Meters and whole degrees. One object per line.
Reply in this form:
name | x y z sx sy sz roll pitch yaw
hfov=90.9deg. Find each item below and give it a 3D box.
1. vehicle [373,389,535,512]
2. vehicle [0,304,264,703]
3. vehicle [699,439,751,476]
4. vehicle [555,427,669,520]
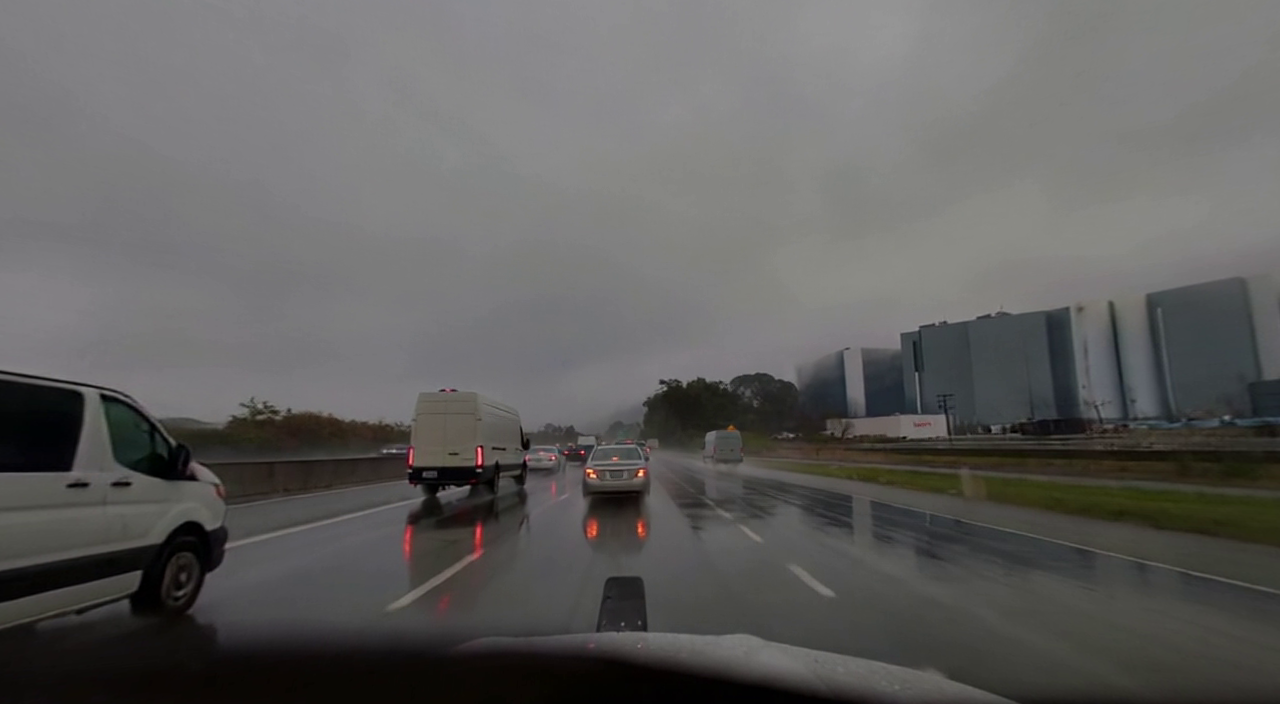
vehicle | -4.567 2.630 16.996 2.248 2.626 6.837 0 -9 0
vehicle | -4.001 0.661 2.281 2.253 1.892 4.823 0 -9 0
vehicle | 4.229 5.318 31.914 2.003 1.754 4.134 0 -9 0
vehicle | -0.513 2.554 13.607 2.093 1.695 3.782 0 -9 0
